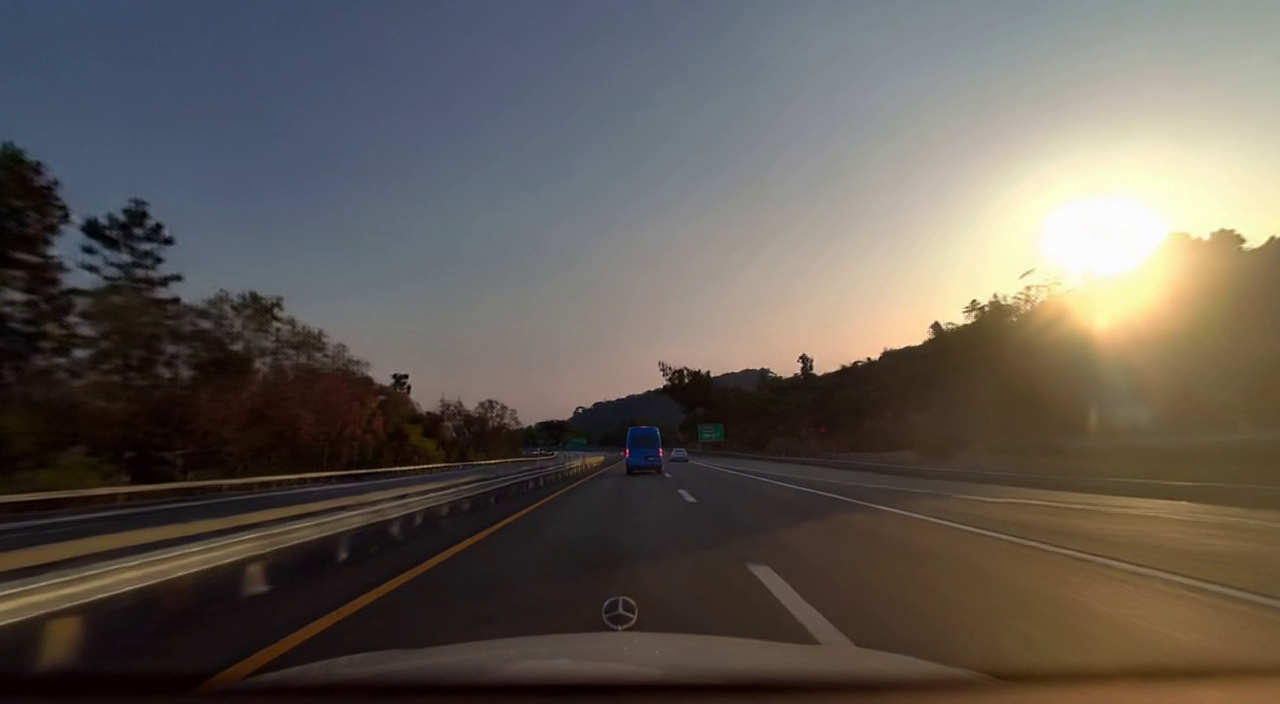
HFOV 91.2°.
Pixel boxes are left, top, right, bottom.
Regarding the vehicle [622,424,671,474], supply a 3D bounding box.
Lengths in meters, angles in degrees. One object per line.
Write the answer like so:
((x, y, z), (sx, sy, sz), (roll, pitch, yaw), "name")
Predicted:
((0.385, 5.580, 35.979), (2.560, 2.598, 5.581), (-1, -9, 1), "vehicle")
